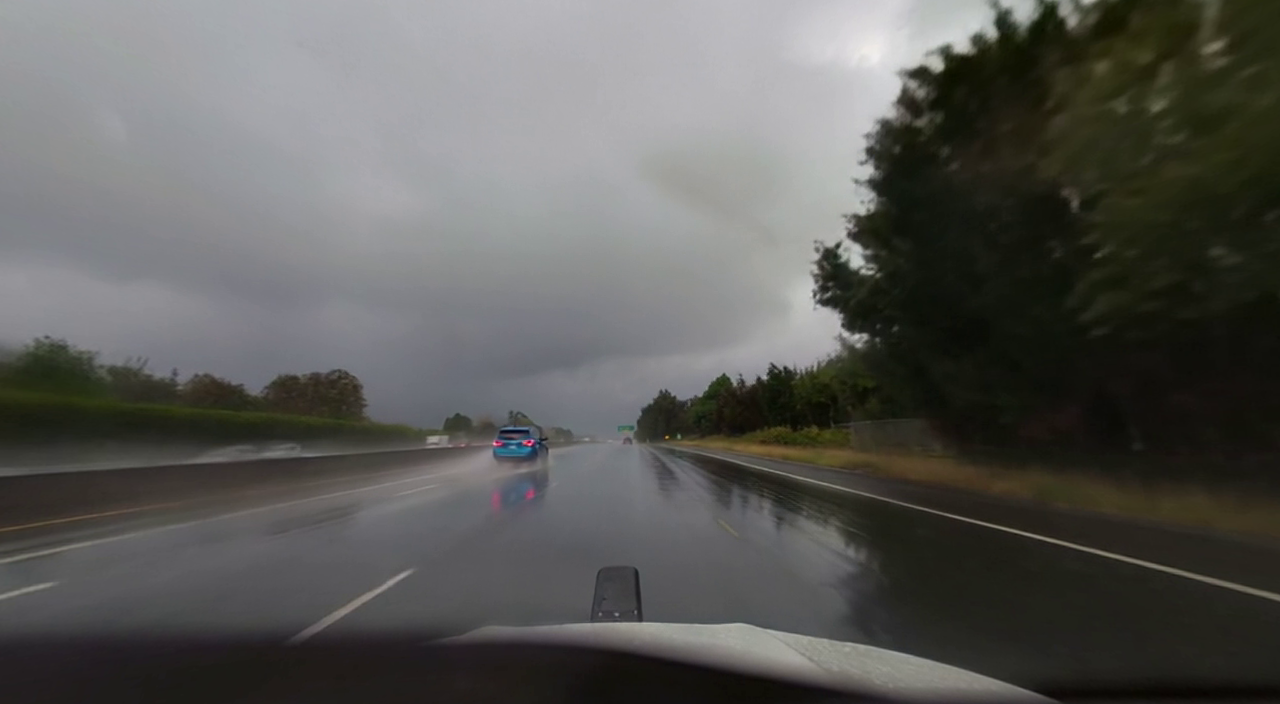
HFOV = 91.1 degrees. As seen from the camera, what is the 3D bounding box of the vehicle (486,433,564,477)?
[{"bbox_3d":[-4.228,3.821,23.764,2.063,1.496,4.225,0,-8,1],"label":"vehicle"}]
